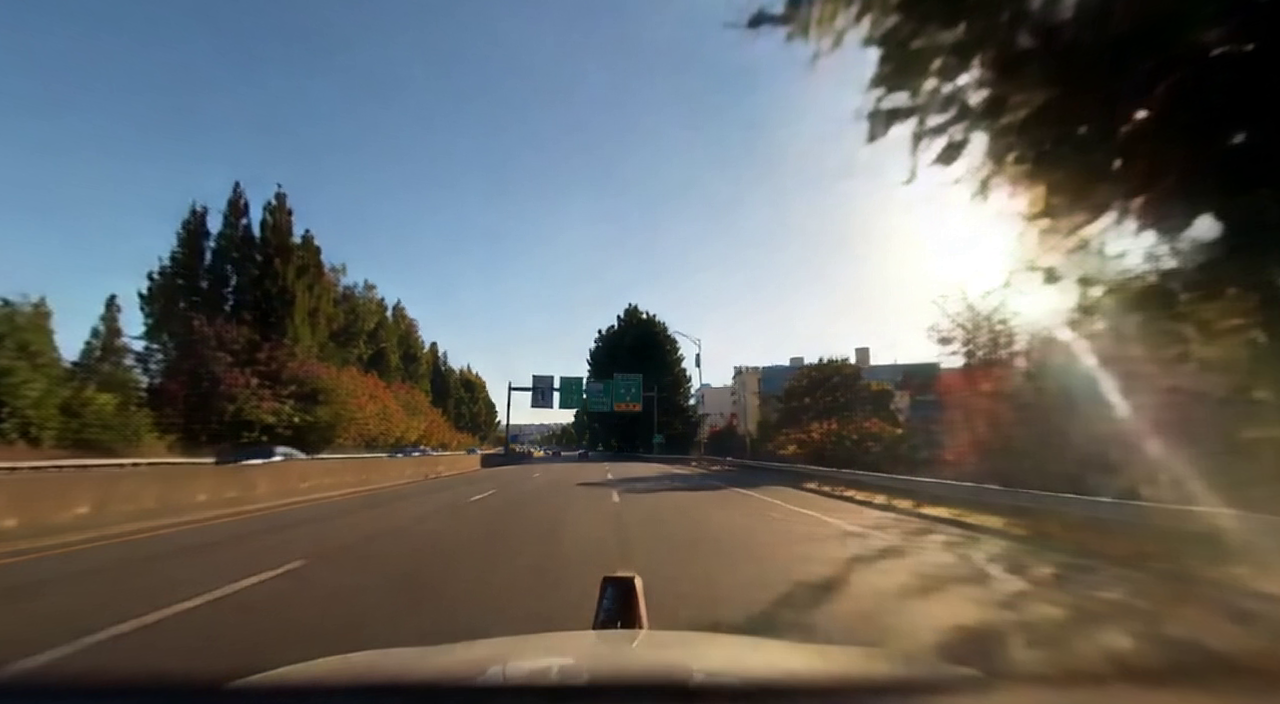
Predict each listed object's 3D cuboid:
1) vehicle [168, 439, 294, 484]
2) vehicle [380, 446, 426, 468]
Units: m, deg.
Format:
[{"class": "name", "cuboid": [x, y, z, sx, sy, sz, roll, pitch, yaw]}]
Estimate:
[{"class": "vehicle", "cuboid": [-15.444, 4.147, 24.001, 1.916, 1.524, 4.522, 0, -9, -3]}, {"class": "vehicle", "cuboid": [-17.036, 7.538, 45.250, 1.821, 1.465, 4.446, 0, -9, -3]}]
